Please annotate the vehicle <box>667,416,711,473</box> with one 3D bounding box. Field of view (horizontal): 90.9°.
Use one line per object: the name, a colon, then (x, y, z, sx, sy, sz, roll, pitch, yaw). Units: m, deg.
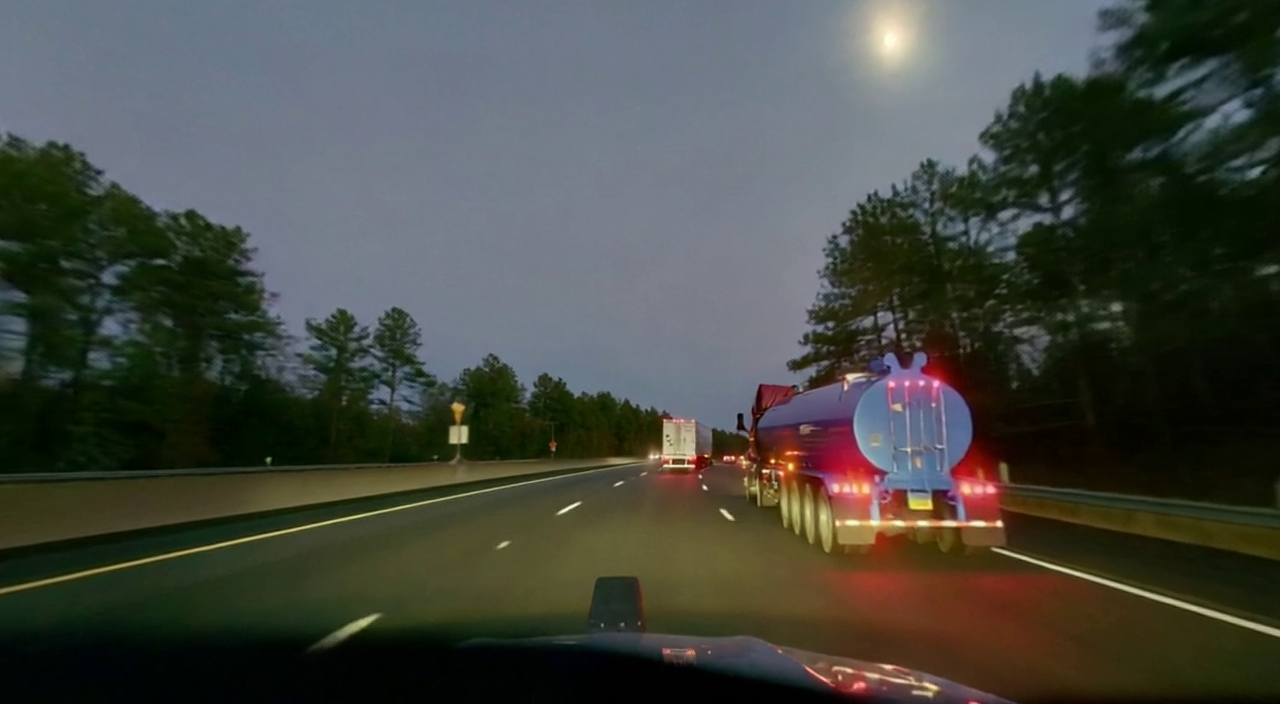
vehicle: (3.922, 7.193, 48.783, 2.907, 3.747, 13.318, 0, -9, 5)
